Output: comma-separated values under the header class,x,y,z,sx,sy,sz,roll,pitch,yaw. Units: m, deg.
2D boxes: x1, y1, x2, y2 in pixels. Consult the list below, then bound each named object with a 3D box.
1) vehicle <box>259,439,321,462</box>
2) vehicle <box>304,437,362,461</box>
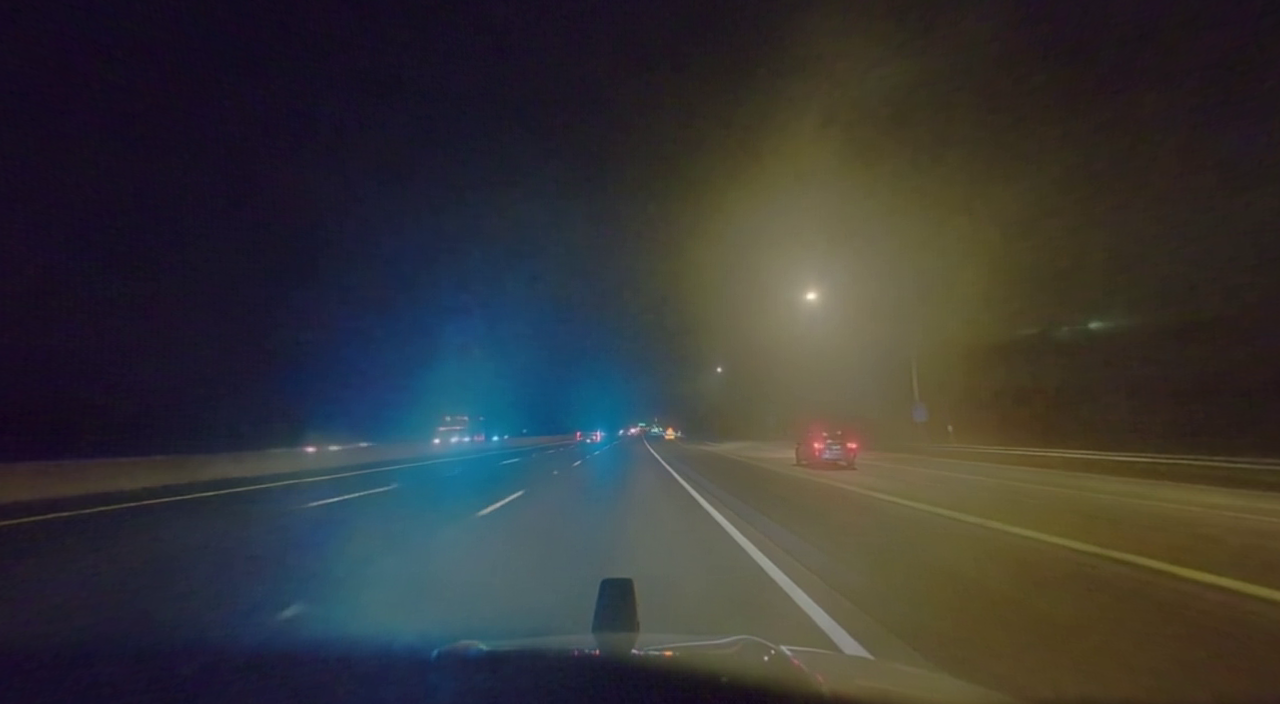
class,x,y,z,sx,sy,sz,roll,pitch,yaw
vehicle,-24.034,6.744,43.319,1.801,1.488,4.289,0,-8,-1
vehicle,-20.165,6.376,41.453,1.794,1.485,3.905,0,-8,0
